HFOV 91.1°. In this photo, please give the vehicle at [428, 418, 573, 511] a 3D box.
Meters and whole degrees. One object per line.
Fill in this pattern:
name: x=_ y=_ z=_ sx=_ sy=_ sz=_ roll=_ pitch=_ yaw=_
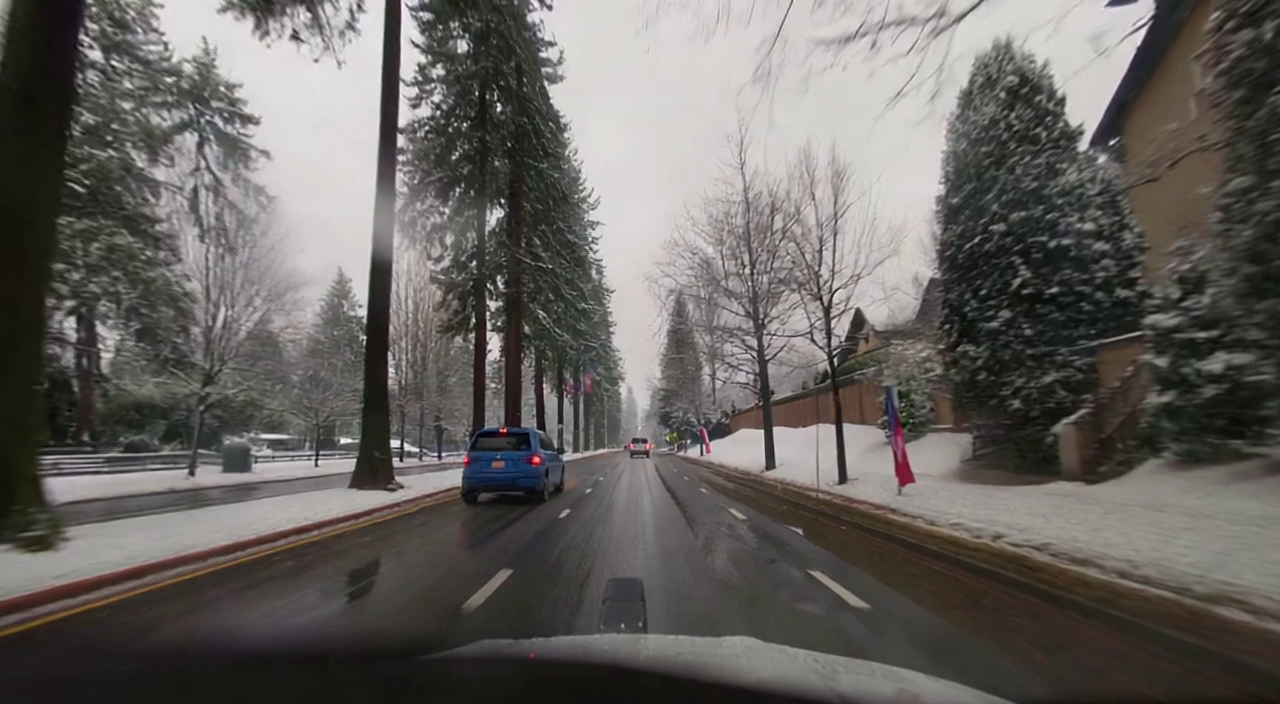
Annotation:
vehicle: x=-3.053 y=2.618 z=15.030 sx=2.281 sy=1.837 sz=4.845 roll=0 pitch=-8 yaw=1
